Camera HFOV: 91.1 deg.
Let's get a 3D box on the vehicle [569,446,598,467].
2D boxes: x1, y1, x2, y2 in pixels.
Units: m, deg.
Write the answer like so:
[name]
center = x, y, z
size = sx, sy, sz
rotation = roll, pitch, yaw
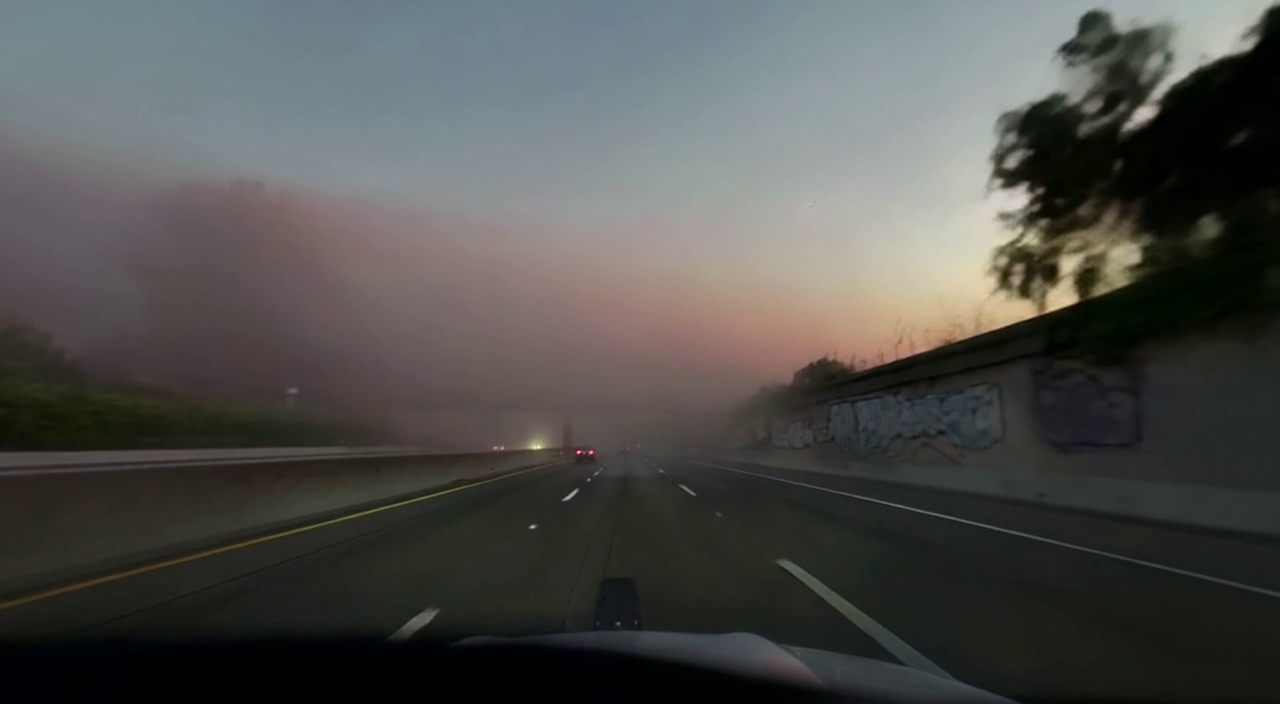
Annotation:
[vehicle]
center = -4.068, 7.608, 45.736
size = 1.871, 1.459, 3.771
rotation = 0, -9, -1
